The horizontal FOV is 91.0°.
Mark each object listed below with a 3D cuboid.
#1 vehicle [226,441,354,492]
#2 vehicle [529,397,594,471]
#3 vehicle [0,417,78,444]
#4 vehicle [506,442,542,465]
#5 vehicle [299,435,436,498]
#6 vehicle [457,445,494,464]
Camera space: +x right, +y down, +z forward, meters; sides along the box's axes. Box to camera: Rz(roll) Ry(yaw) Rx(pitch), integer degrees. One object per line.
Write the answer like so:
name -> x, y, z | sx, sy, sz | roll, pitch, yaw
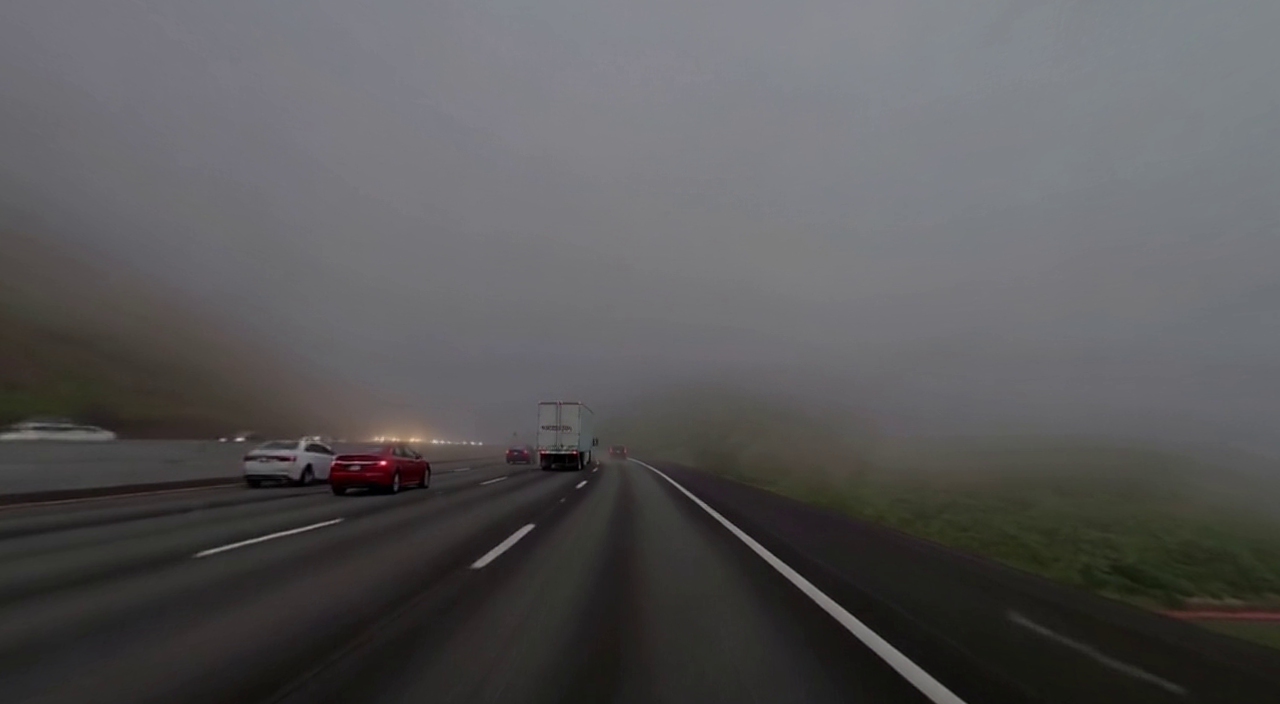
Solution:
vehicle -> -11.513, 3.777, 21.066 | 1.908, 1.491, 4.048 | 0, -9, 0
vehicle -> -4.792, 5.527, 41.500 | 2.880, 4.025, 14.064 | 1, -9, -2
vehicle -> -43.485, 5.679, 45.215 | 1.993, 1.844, 4.660 | 1, -9, -3
vehicle -> -9.108, 8.016, 49.745 | 2.128, 1.658, 4.443 | 1, -9, -2
vehicle -> -8.075, 3.428, 19.249 | 2.099, 1.644, 4.638 | 1, -9, 0
vehicle -> -12.950, 8.093, 49.794 | 1.868, 1.454, 4.290 | 1, -9, -2
